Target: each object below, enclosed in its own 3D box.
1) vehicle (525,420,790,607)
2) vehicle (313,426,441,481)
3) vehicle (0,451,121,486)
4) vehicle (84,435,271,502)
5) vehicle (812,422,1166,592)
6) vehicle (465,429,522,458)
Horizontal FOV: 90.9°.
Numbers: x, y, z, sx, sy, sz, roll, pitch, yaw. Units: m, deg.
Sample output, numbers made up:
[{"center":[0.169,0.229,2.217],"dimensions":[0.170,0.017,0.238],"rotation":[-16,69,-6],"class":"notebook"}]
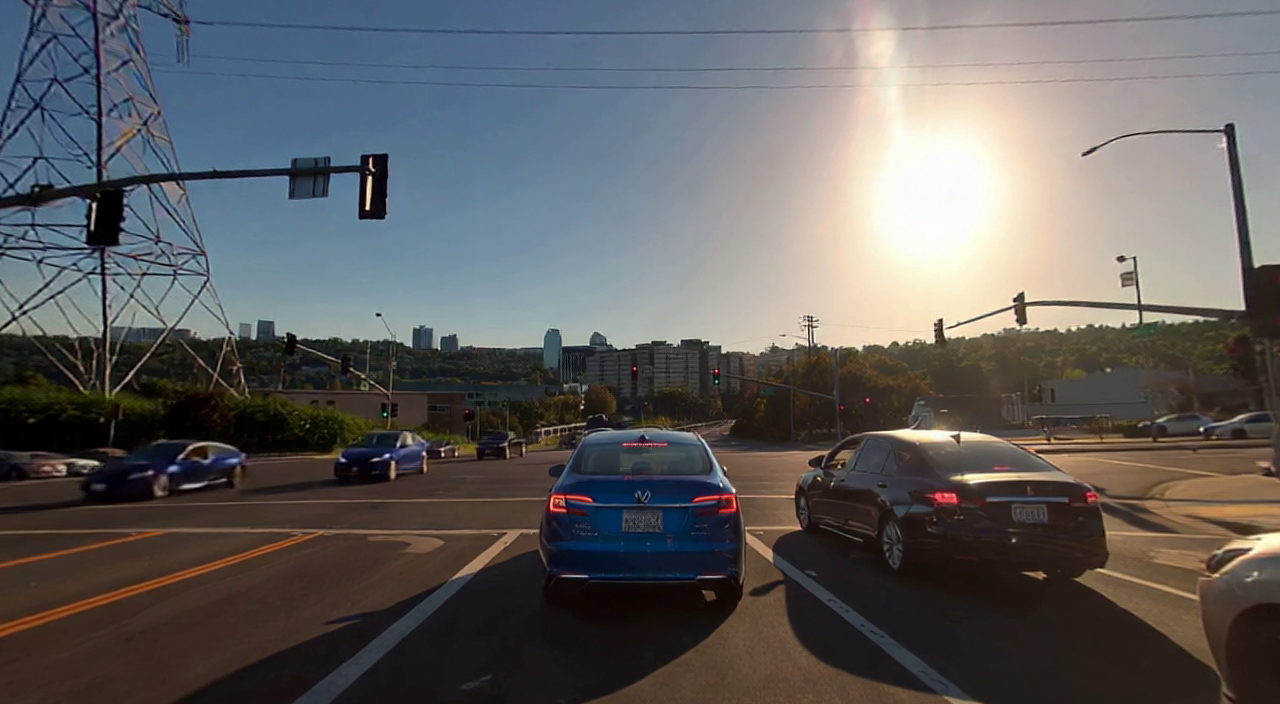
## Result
[{"center":[0.126,1.593,7.126],"dimensions":[2.117,1.474,4.036],"rotation":[0,-8,0],"class":"vehicle"},{"center":[-9.772,3.855,24.103],"dimensions":[2.161,1.818,5.672],"rotation":[-1,-8,3],"class":"vehicle"},{"center":[-25.881,5.114,27.785],"dimensions":[4.263,1.464,1.895],"rotation":[0,-8,-1],"class":"vehicle"},{"center":[-13.474,3.393,18.850],"dimensions":[1.939,1.727,4.695],"rotation":[0,-8,1],"class":"vehicle"},{"center":[3.667,1.679,7.715],"dimensions":[1.835,1.473,4.190],"rotation":[0,-8,-1],"class":"vehicle"},{"center":[-9.405,5.945,40.995],"dimensions":[2.239,1.719,4.948],"rotation":[-1,-8,4],"class":"vehicle"}]
